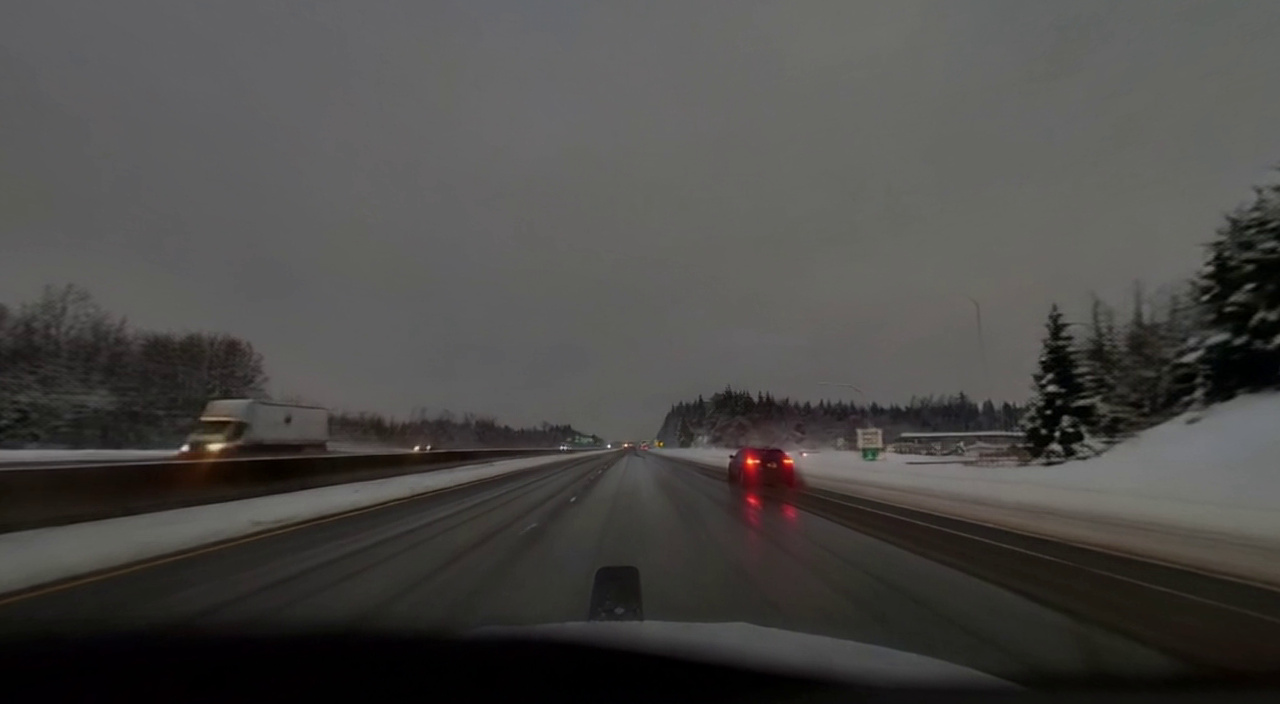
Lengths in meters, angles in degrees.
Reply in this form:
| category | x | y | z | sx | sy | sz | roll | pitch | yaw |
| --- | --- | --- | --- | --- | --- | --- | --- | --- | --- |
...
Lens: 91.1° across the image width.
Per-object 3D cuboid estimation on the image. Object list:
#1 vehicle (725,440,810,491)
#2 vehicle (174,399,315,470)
| category | x | y | z | sx | sy | sz | roll | pitch | yaw |
| --- | --- | --- | --- | --- | --- | --- | --- | --- | --- |
| vehicle | 4.217 | 3.816 | 21.470 | 1.984 | 1.540 | 3.973 | 0 | -9 | -1 |
| vehicle | -21.223 | 4.605 | 34.419 | 2.693 | 3.425 | 7.572 | 0 | -9 | 0 |
